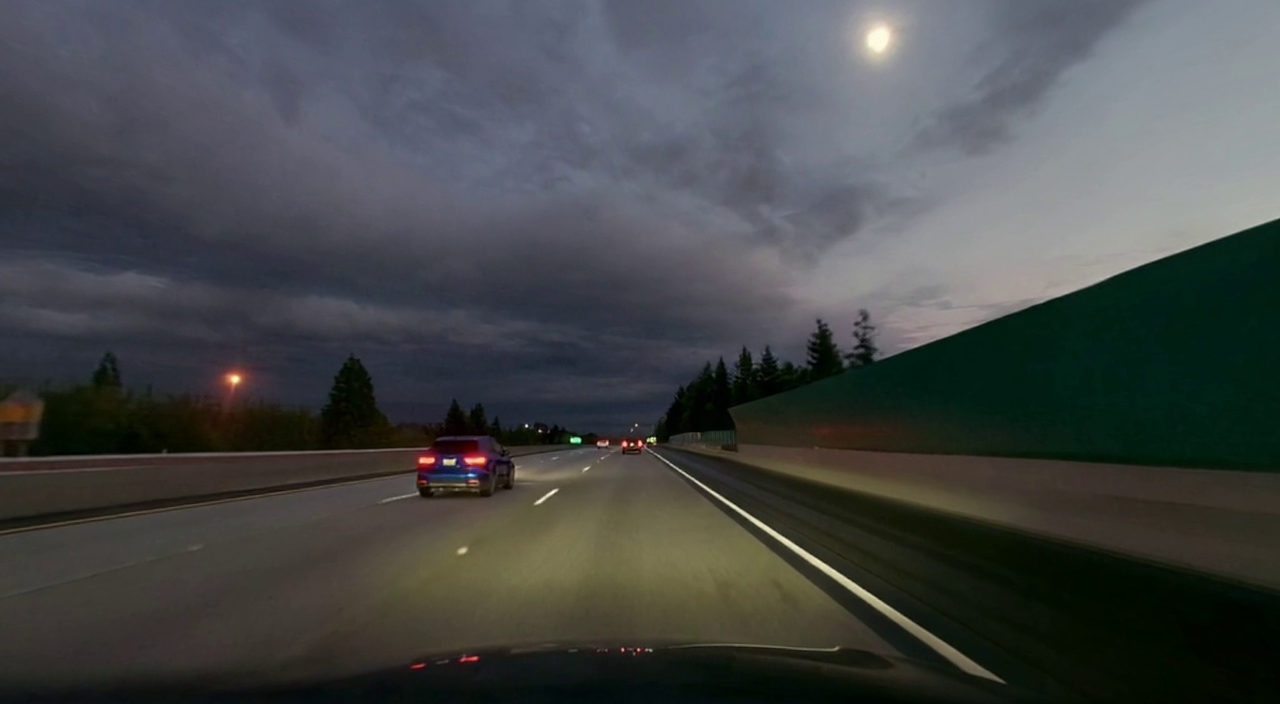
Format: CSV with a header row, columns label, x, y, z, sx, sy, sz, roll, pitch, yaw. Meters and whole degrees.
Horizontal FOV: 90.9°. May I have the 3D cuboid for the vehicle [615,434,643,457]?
label,x,y,z,sx,sy,sz,roll,pitch,yaw
vehicle,-0.764,6.396,43.344,1.836,1.450,3.519,0,-8,-1

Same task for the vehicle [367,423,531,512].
label,x,y,z,sx,sy,sz,roll,pitch,yaw
vehicle,-3.793,2.358,13.579,2.072,1.545,4.767,0,-8,0
